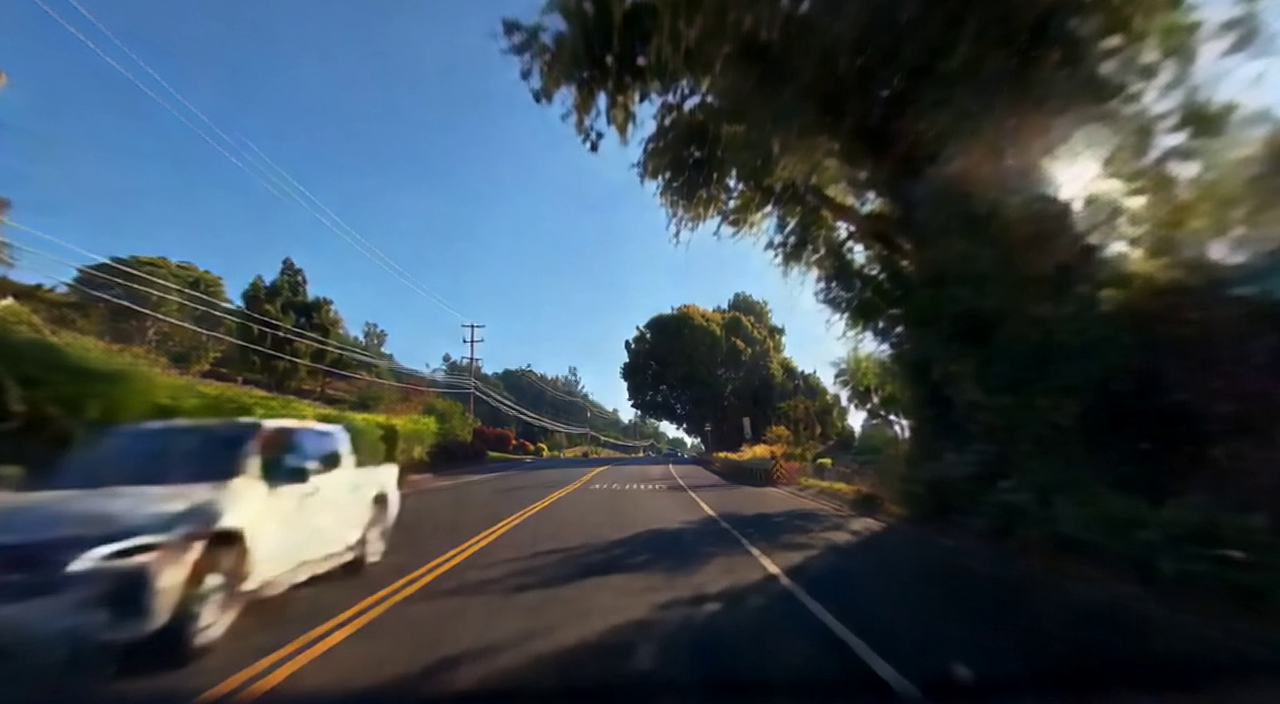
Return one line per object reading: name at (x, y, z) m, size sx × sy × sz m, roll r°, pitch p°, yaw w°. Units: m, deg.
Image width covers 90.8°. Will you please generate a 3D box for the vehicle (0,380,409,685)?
vehicle at (-3.992, 1.343, 5.833) m, size 2.018 × 1.702 × 4.423 m, roll 0°, pitch -9°, yaw 0°
